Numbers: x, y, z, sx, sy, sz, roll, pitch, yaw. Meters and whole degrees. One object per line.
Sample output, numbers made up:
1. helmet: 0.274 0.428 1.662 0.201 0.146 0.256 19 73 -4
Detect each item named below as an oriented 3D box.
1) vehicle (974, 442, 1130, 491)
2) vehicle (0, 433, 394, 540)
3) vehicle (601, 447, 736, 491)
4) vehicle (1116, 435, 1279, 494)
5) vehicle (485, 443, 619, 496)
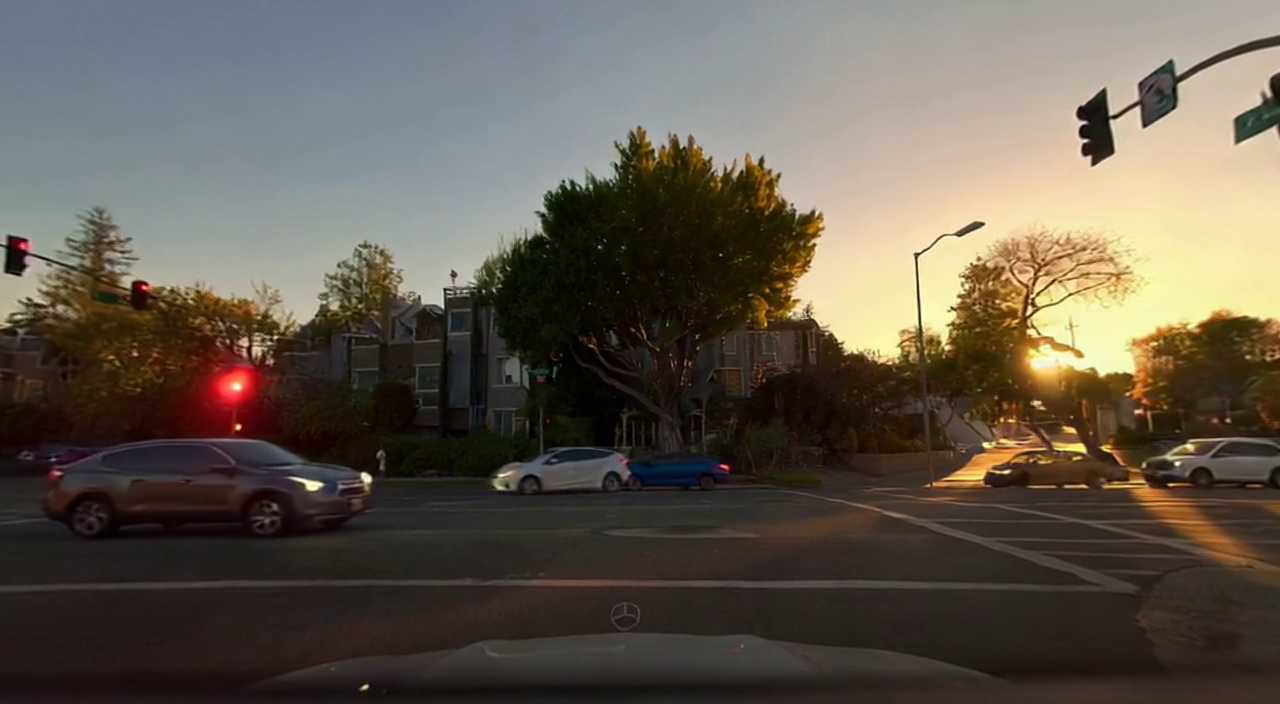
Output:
1. vehicle: 14.956 4.151 23.132 4.326 1.672 1.903 0 -8 -1
2. vehicle: -6.712 2.013 9.775 4.989 1.442 1.940 0 -8 0
3. vehicle: 0.981 4.237 23.008 4.705 1.486 1.830 0 -8 -1
4. vehicle: 17.768 3.436 19.485 4.510 1.673 2.030 0 -8 -1
5. vehicle: -2.563 3.517 19.112 3.815 1.504 1.790 0 -8 -2
